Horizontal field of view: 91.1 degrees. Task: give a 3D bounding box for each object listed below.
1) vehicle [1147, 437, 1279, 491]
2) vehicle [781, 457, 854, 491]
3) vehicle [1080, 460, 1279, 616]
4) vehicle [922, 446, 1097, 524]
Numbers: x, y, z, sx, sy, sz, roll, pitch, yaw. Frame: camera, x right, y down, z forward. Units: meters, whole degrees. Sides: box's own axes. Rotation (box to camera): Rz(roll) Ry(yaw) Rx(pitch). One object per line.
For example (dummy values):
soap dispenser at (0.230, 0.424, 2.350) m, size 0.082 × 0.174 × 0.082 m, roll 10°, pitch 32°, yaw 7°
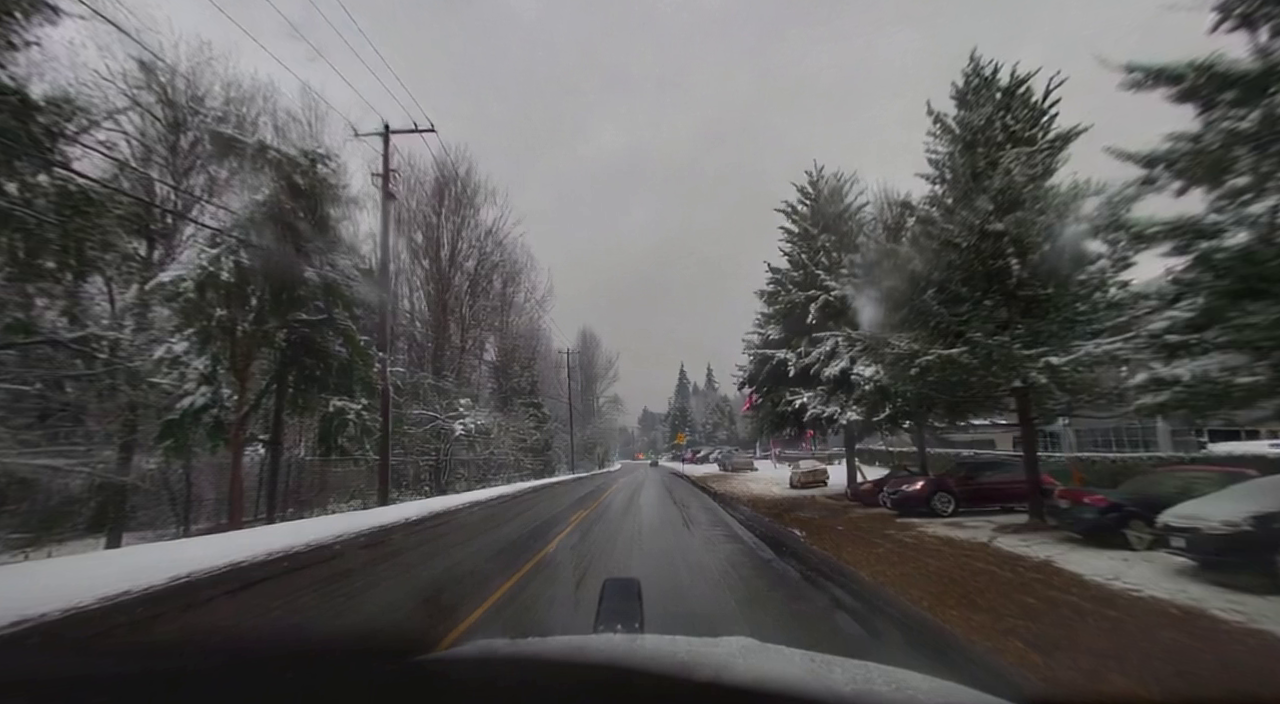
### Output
vehicle at (18.460, 3.500, 19.954) m, size 1.807 × 1.547 × 3.443 m, roll 0°, pitch -9°, yaw 1°
vehicle at (8.378, 5.775, 30.068) m, size 1.981 × 1.471 × 3.636 m, roll 2°, pitch -9°, yaw -9°
vehicle at (8.433, 2.390, 8.544) m, size 3.441 × 1.404 × 1.744 m, roll -7°, pitch -6°, yaw 0°
vehicle at (9.192, 3.231, 15.703) m, size 3.519 × 1.503 × 1.912 m, roll 1°, pitch -6°, yaw -22°
